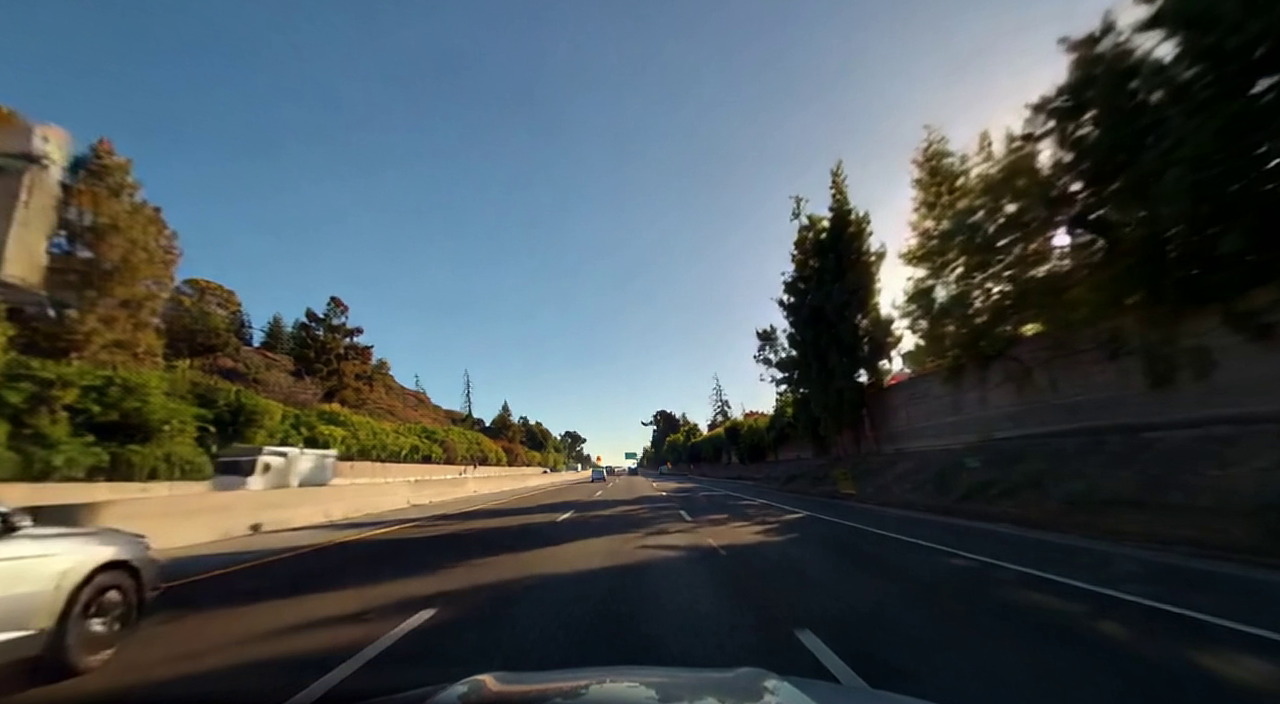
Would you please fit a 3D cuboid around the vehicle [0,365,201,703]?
[{"bbox_3d":[-4.283,0.732,2.039,2.178,1.736,4.847,1,-10,0],"label":"vehicle"}]

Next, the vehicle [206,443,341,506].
[{"bbox_3d":[-16.228,5.517,28.510,2.322,2.465,6.289,1,-10,-1],"label":"vehicle"}]
